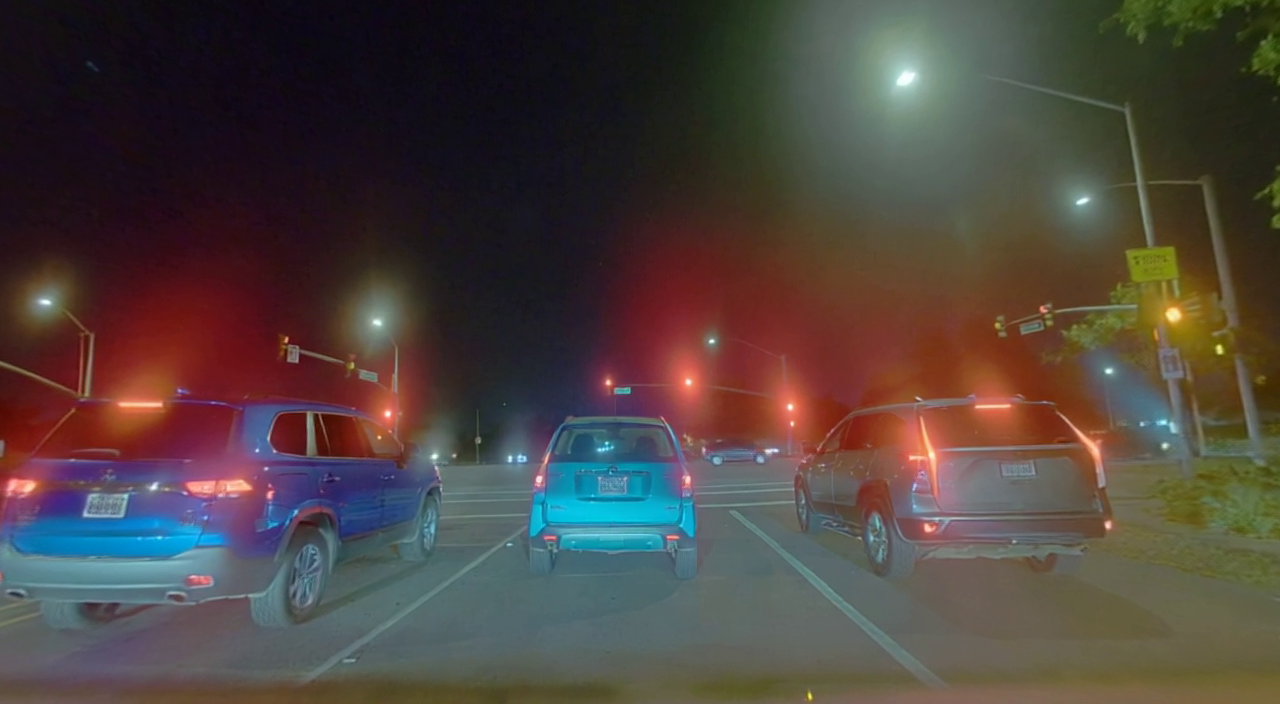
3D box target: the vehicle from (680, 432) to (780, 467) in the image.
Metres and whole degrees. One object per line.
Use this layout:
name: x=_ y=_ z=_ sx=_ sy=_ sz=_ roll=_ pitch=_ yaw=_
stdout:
vehicle: x=4.767 y=5.204 z=33.697 sx=4.874 sy=1.770 sz=2.107 roll=-5 pitch=-10 yaw=32

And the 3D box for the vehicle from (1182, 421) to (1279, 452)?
vehicle: x=32.830 y=4.658 z=34.780 sx=4.175 sy=1.634 sz=1.877 roll=1 pitch=-8 yaw=-5

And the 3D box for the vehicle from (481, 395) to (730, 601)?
vehicle: x=-0.238 y=1.512 z=7.323 sx=2.067 sy=1.702 sz=3.987 roll=0 pitch=-8 yaw=2

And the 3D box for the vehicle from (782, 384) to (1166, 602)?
vehicle: x=3.263 y=1.489 z=7.515 sx=2.083 sy=1.779 sz=4.532 roll=0 pitch=-8 yaw=0

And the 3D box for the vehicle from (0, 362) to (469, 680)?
vehicle: x=-3.277 y=1.283 z=5.888 sx=2.047 sy=1.810 sz=4.414 roll=0 pitch=-8 yaw=1
